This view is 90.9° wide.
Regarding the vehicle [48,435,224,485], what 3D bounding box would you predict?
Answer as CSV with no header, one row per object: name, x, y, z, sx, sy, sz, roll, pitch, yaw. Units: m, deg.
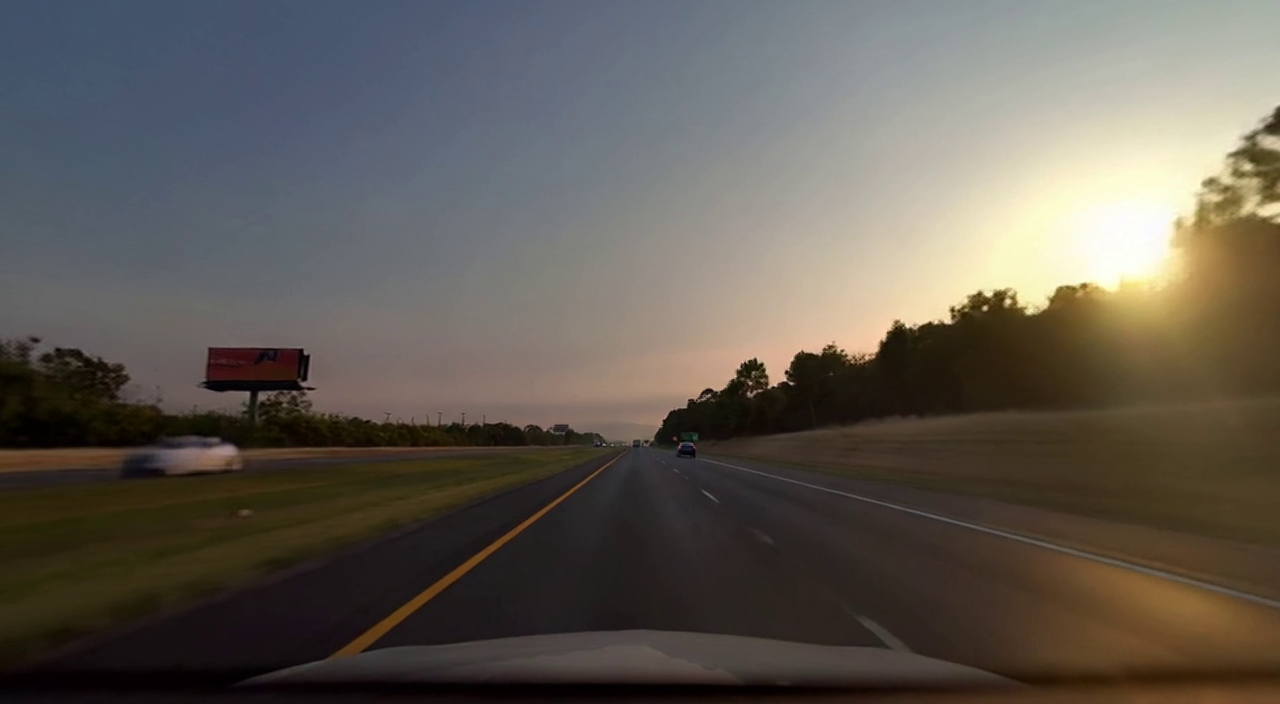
vehicle,-17.448,3.754,22.285,2.123,1.526,4.995,0,-8,0
